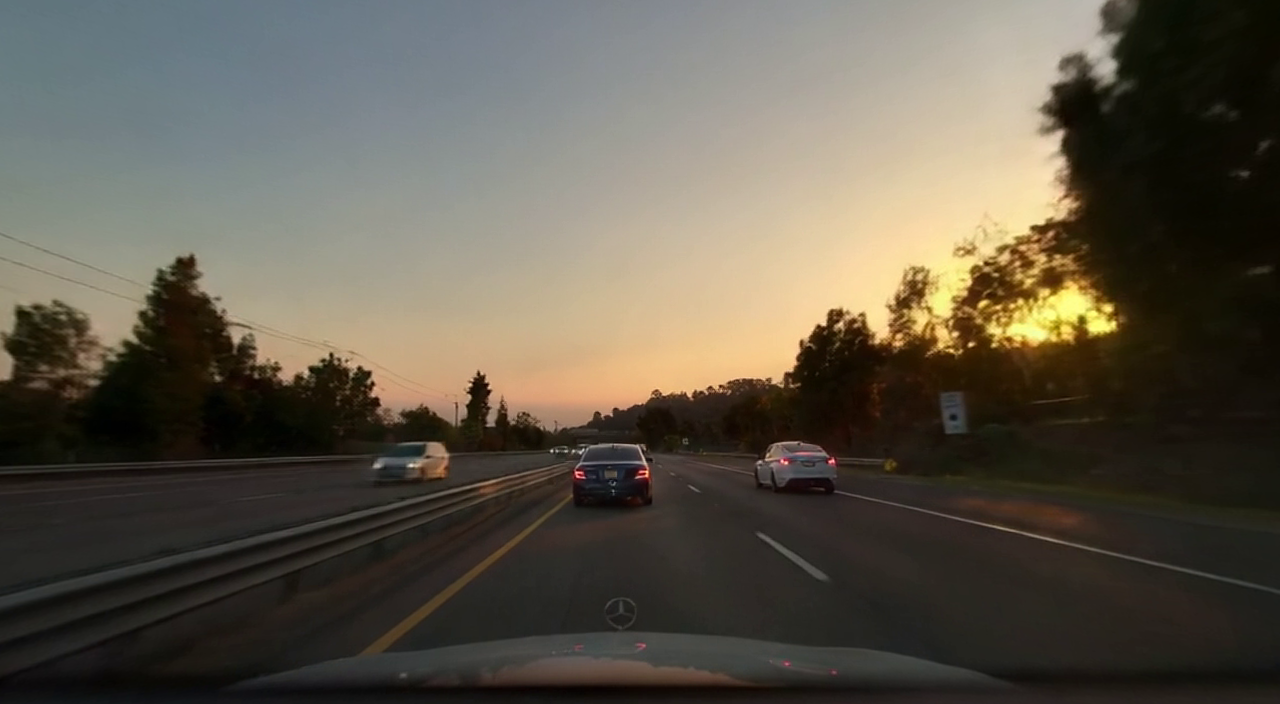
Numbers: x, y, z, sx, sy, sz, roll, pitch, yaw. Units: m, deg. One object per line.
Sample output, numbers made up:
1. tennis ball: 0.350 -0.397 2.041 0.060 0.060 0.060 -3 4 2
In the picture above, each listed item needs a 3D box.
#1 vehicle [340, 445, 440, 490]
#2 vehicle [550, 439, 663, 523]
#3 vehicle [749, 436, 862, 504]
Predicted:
1. vehicle: -8.895 4.121 22.700 1.840 1.474 4.203 0 -9 0
2. vehicle: -0.591 2.643 13.362 2.013 1.479 4.169 0 -9 0
3. vehicle: 4.138 3.010 16.353 1.910 1.554 3.718 0 -9 0
